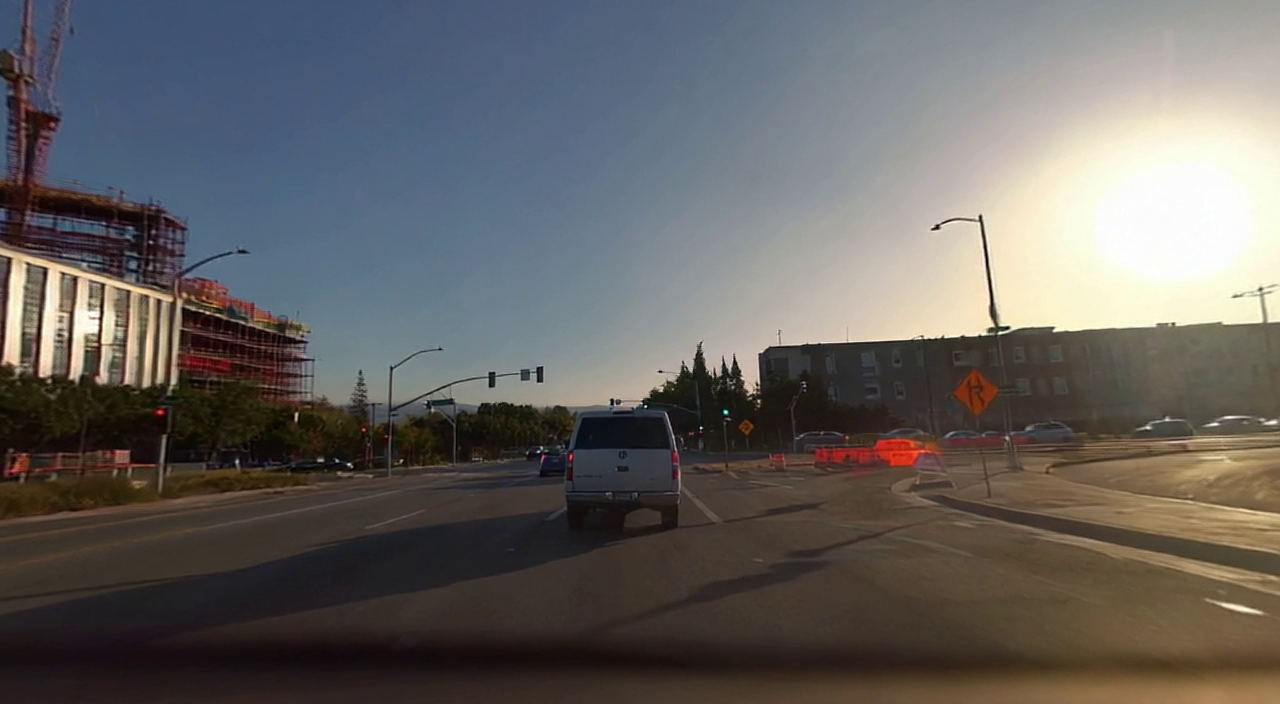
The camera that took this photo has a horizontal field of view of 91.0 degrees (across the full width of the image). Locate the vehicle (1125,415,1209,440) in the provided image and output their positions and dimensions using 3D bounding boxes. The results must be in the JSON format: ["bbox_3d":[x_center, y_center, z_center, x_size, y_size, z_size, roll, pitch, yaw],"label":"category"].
[{"bbox_3d":[39.311,5.622,47.113,4.556,1.639,2.002,-2,-8,34],"label":"vehicle"}]

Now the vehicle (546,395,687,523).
[{"bbox_3d":[-0.451,2.222,13.479,2.350,2.122,5.801,0,-8,-1],"label":"vehicle"}]

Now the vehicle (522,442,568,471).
[{"bbox_3d":[-6.028,6.657,40.416,2.068,1.750,4.361,-1,-8,3],"label":"vehicle"}]

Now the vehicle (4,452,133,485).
[{"bbox_3d":[-36.222,7.386,40.033,5.755,1.945,2.403,0,-8,-1],"label":"vehicle"}]
